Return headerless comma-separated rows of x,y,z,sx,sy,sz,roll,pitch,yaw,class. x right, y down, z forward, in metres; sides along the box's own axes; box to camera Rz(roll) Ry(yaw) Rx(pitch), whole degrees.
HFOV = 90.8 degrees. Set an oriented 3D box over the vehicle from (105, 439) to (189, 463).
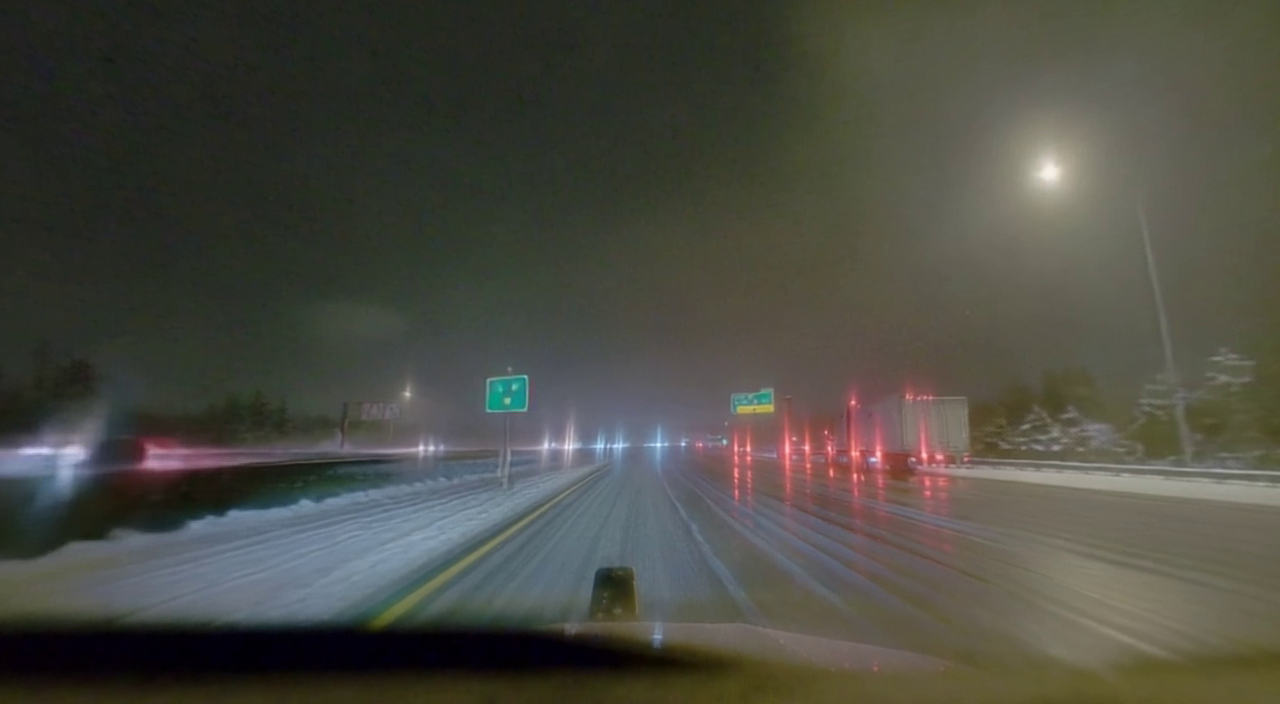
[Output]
-33.141,6.675,42.673,1.836,1.492,4.742,0,-8,1,vehicle
